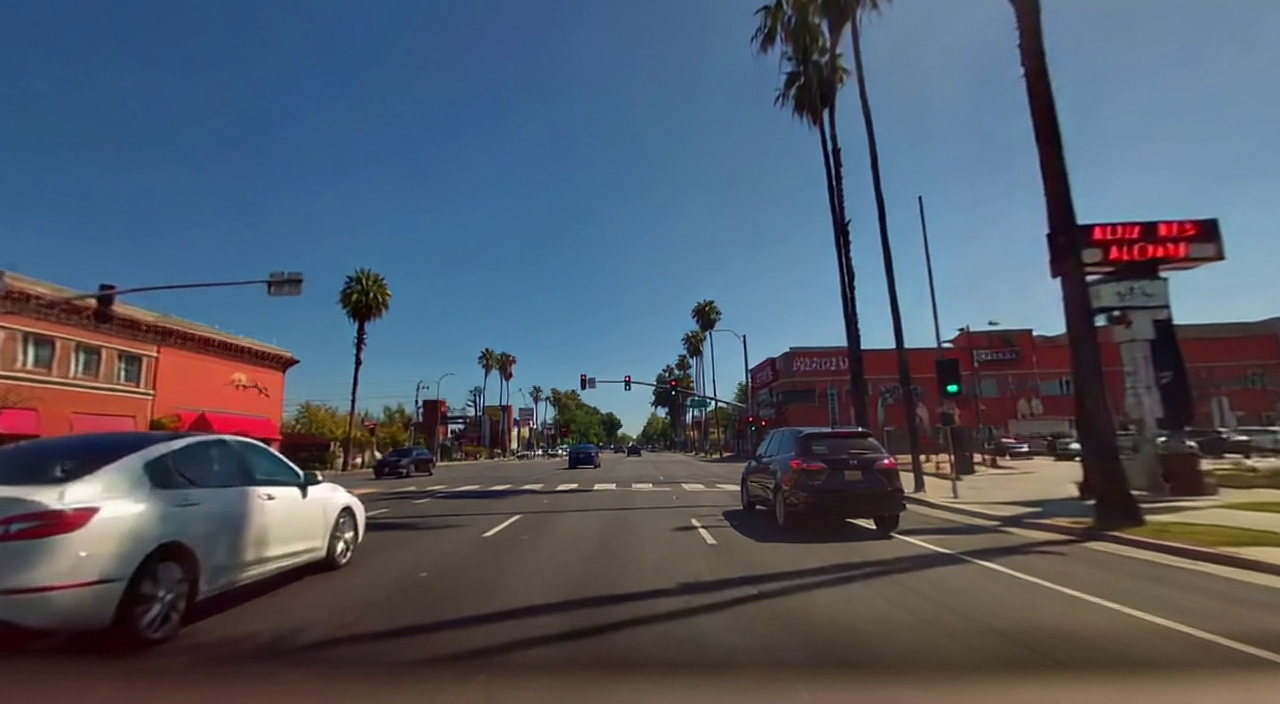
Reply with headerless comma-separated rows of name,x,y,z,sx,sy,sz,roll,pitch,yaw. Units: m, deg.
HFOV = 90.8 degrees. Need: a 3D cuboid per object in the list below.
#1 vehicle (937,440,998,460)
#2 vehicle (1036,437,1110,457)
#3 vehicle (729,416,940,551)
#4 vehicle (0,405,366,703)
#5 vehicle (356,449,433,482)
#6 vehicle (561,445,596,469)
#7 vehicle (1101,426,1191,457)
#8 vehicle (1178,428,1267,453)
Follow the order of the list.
vehicle,25.847,7.764,49.940,4.068,1.503,1.844,-5,-10,27
vehicle,33.150,7.303,48.420,4.314,1.459,1.800,-1,-9,2
vehicle,2.820,2.021,10.354,1.982,1.711,4.276,0,-9,-2
vehicle,-4.203,1.371,5.286,2.063,1.578,3.915,0,-9,0
vehicle,-12.428,5.743,32.347,1.991,1.517,4.760,0,-9,0
vehicle,-4.043,6.957,42.150,2.034,1.498,3.995,0,-9,-1
vehicle,38.608,6.812,48.332,4.854,1.957,2.173,-4,-8,0
vehicle,44.358,6.758,48.149,4.683,1.798,1.980,0,-9,1
